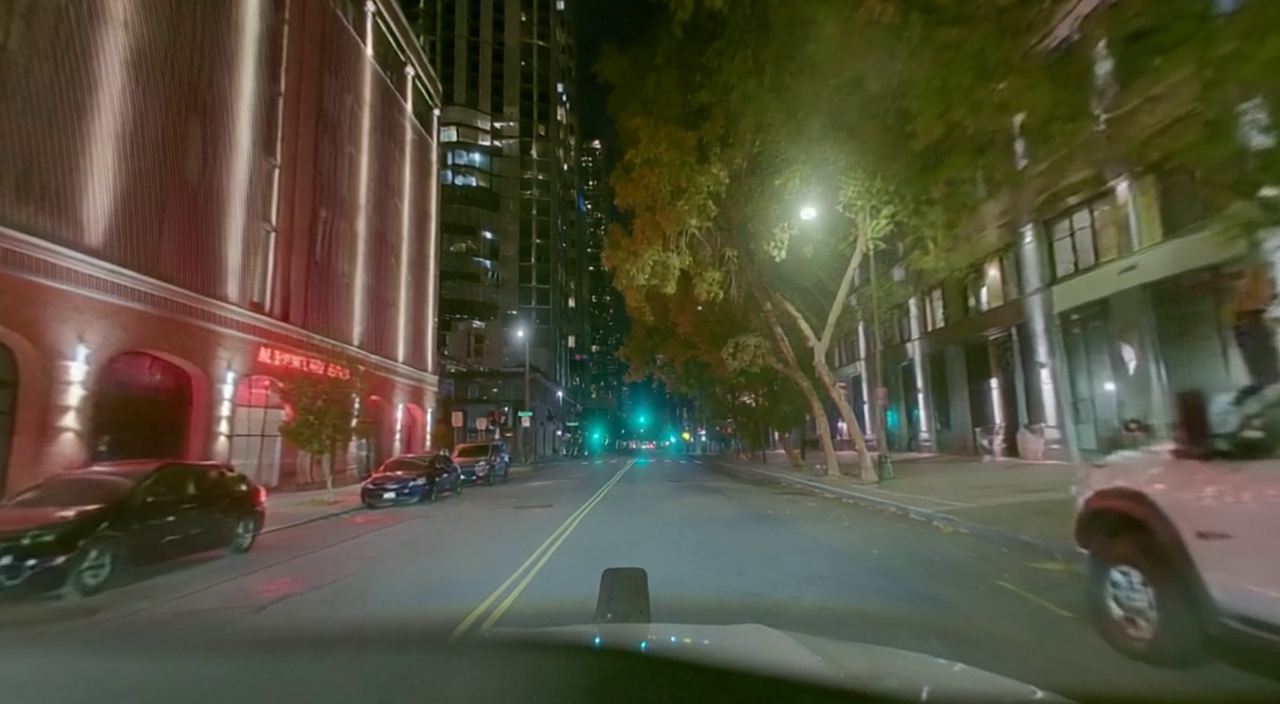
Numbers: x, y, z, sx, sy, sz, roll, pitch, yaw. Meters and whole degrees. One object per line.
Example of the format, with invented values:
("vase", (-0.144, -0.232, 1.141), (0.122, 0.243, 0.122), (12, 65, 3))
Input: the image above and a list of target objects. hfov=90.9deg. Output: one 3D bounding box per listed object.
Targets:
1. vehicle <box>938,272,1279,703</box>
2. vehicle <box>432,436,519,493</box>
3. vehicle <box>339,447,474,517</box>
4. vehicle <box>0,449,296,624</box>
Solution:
("vehicle", (3.880, 0.616, 2.196), (2.568, 2.001, 5.999), (-1, -8, -2))
("vehicle", (-6.508, 4.452, 25.513), (2.273, 1.871, 4.920), (-4, -8, -2))
("vehicle", (-6.657, 3.698, 18.606), (2.270, 1.539, 4.855), (-4, -8, -2))
("vehicle", (-6.657, 2.120, 8.090), (2.110, 1.498, 4.555), (-4, -8, -2))
